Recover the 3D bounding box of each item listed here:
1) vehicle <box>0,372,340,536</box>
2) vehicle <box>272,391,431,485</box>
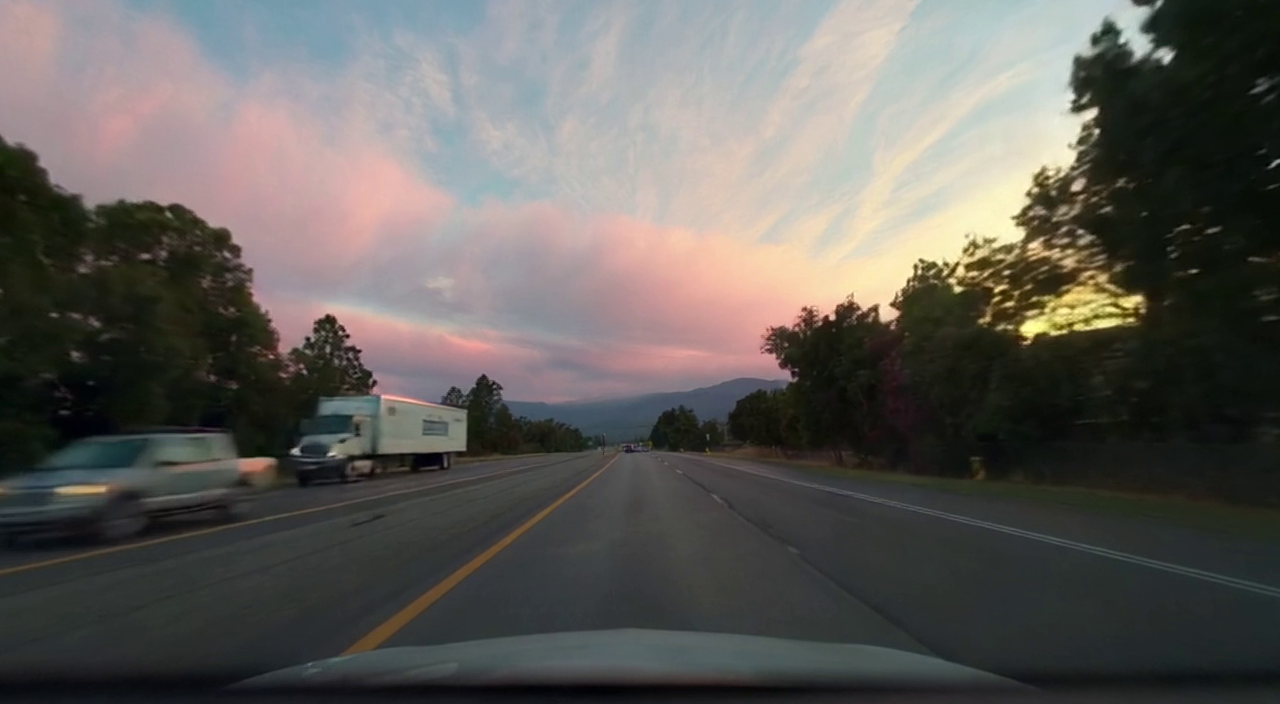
[{"bbox_3d":[-9.554,2.170,13.759,2.233,2.593,7.395,0,-9,1],"label":"vehicle"},{"bbox_3d":[-13.474,4.288,30.883,2.962,3.836,10.189,0,-9,0],"label":"vehicle"}]
